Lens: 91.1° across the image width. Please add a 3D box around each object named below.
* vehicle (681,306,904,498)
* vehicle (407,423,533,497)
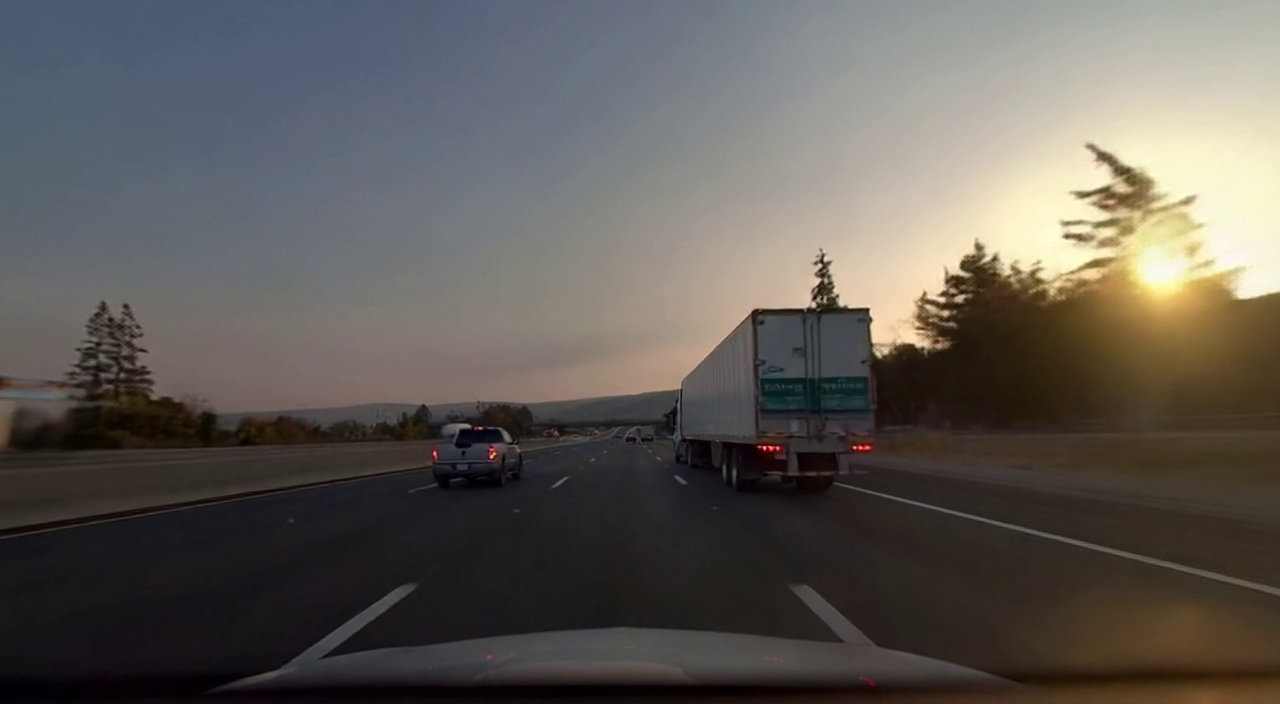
[{"bbox_3d":[3.844,2.255,22.422,3.144,4.168,17.594,0,-8,-2],"label":"vehicle"},{"bbox_3d":[-4.107,2.666,15.988,2.044,1.604,4.144,0,-8,0],"label":"vehicle"}]
